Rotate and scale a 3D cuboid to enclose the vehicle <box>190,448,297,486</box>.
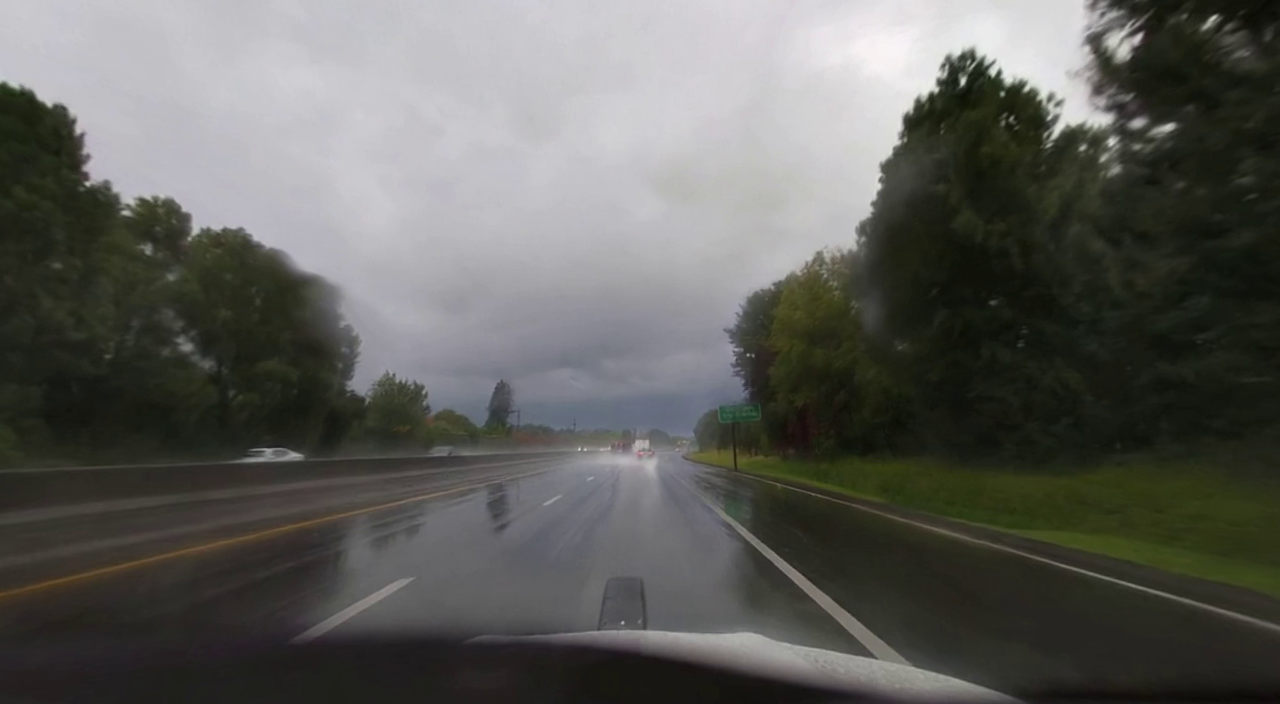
[{"bbox_3d":[-16.461,4.769,26.466,1.806,1.422,4.110,0,-9,0],"label":"vehicle"}]

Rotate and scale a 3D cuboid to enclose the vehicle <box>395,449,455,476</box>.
[{"bbox_3d":[-12.645,6.530,37.386,1.908,1.491,4.440,0,-9,1],"label":"vehicle"}]
